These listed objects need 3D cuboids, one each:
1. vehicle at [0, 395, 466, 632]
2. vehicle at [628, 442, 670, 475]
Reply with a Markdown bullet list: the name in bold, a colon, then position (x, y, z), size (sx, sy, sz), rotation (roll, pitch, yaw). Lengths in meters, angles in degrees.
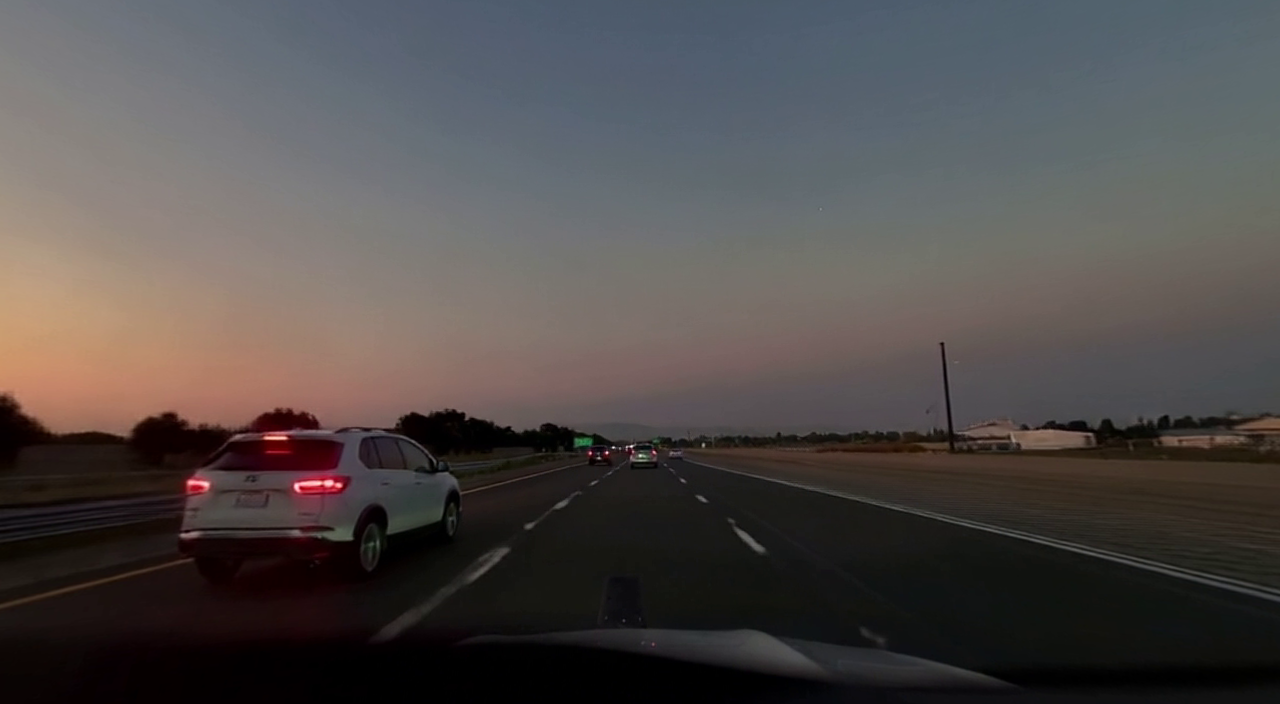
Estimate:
- **vehicle**: position (-3.798, 1.552, 7.121), size (2.239, 1.761, 4.620), rotation (0, -8, 1)
- **vehicle**: position (0.422, 5.296, 31.598), size (2.000, 1.558, 3.945), rotation (0, -8, 0)
